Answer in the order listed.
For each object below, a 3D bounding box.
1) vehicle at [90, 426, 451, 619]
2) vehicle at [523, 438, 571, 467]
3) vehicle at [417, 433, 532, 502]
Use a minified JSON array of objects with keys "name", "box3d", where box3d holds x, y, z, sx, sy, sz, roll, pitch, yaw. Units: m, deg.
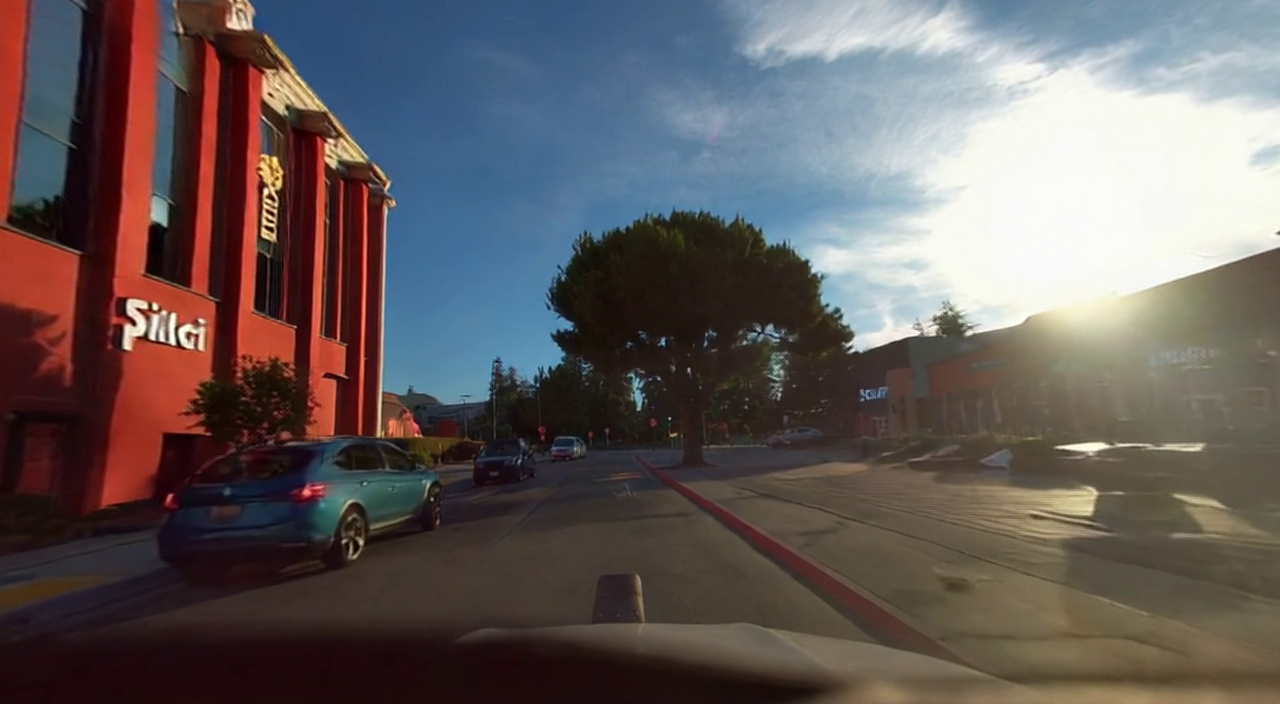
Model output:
[{"name":"vehicle","box3d":[-3.643,1.669,7.260,1.768,1.539,4.147,0,-8,-2]},{"name":"vehicle","box3d":[-4.852,5.297,33.410,1.962,1.424,4.289,0,-8,-1]},{"name":"vehicle","box3d":[-4.001,2.820,15.969,1.853,1.478,4.381,0,-8,-2]}]
